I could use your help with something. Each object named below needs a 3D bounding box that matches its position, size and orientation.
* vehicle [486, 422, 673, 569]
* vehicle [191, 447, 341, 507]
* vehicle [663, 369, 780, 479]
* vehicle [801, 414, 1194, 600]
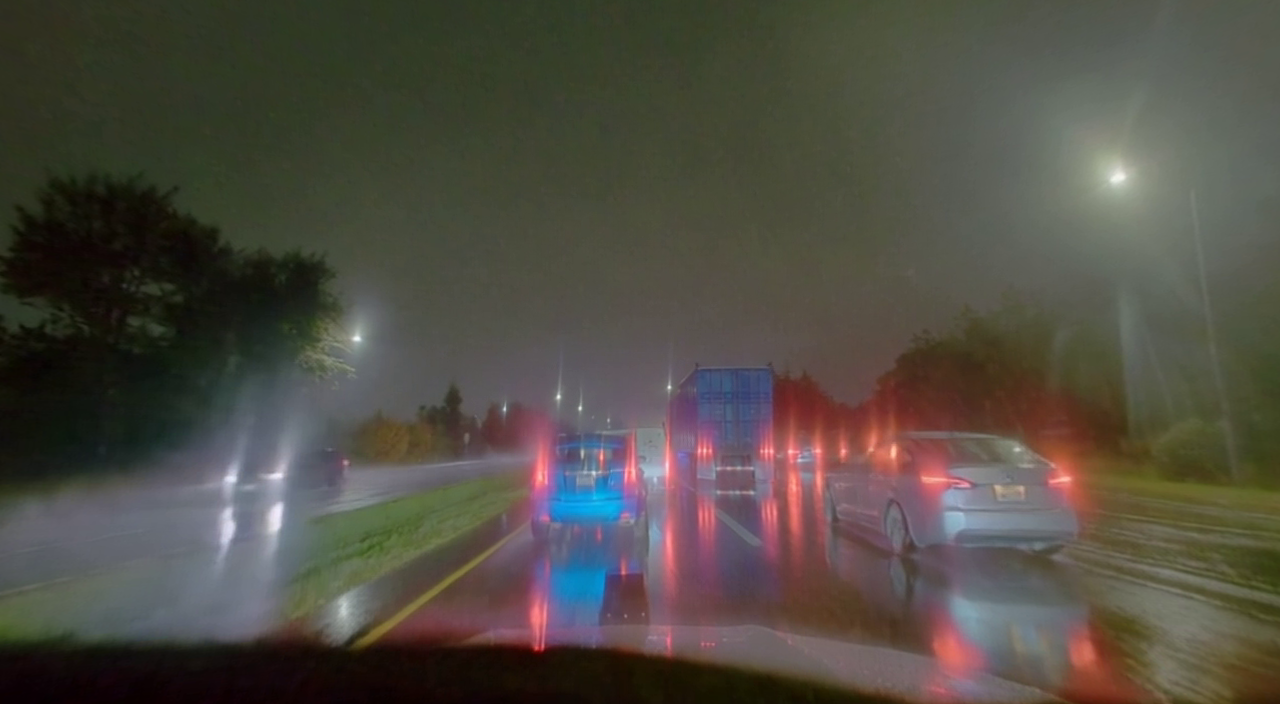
[{"bbox_3d":[-0.706,1.842,8.854,2.009,1.554,4.013,0,-8,-2],"label":"vehicle"},{"bbox_3d":[-11.450,3.799,19.697,2.029,1.617,4.260,0,-8,1],"label":"vehicle"},{"bbox_3d":[3.501,3.989,33.139,3.591,4.290,16.696,0,-8,-1],"label":"vehicle"},{"bbox_3d":[3.576,1.627,7.622,1.960,1.515,4.713,0,-8,0],"label":"vehicle"}]
